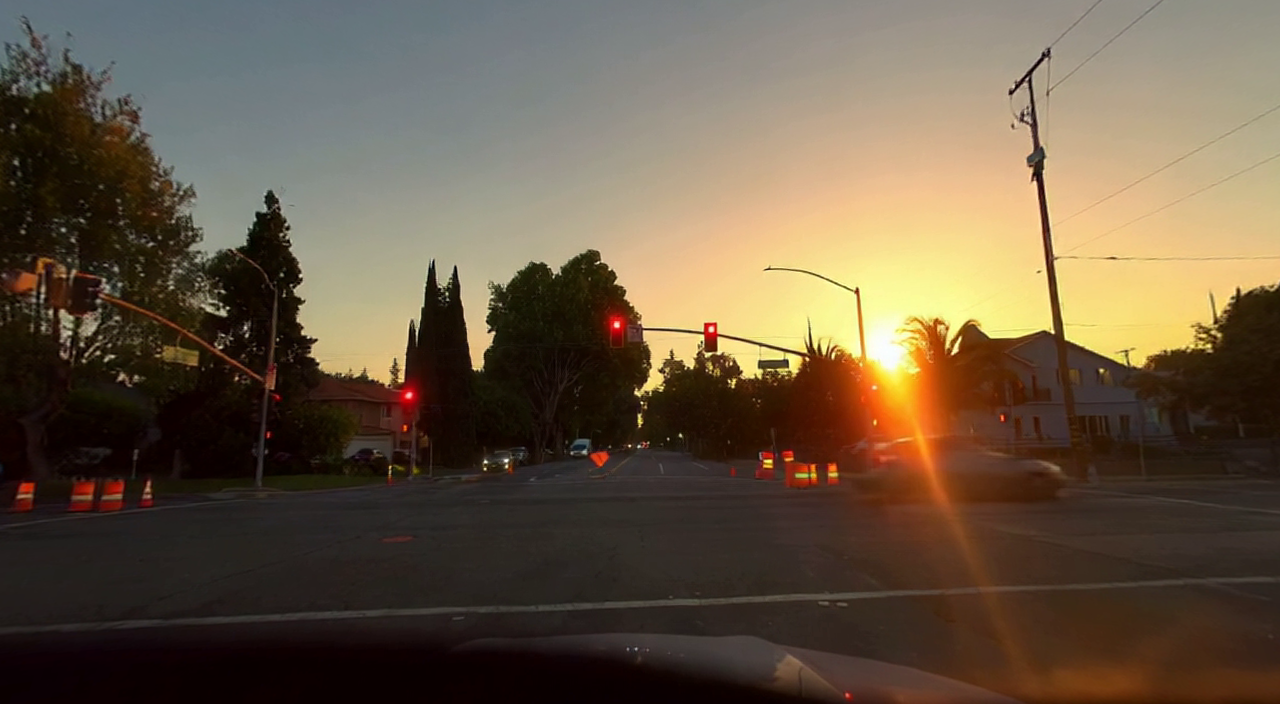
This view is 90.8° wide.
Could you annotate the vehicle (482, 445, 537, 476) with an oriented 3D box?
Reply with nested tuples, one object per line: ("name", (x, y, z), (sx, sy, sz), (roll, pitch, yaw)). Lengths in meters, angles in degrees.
("vehicle", (-6.610, 5.530, 32.390), (1.881, 1.452, 4.121), (0, -8, 0))

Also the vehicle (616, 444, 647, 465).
("vehicle", (-0.639, 7.495, 46.380), (2.105, 1.457, 4.173), (0, -8, -1))

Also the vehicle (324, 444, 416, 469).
("vehicle", (-16.403, 6.374, 38.594), (4.713, 1.409, 1.918), (0, -8, -2))

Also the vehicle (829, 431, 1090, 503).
("vehicle", (7.133, 2.605, 14.546), (4.860, 1.483, 2.077), (0, -8, -1))
